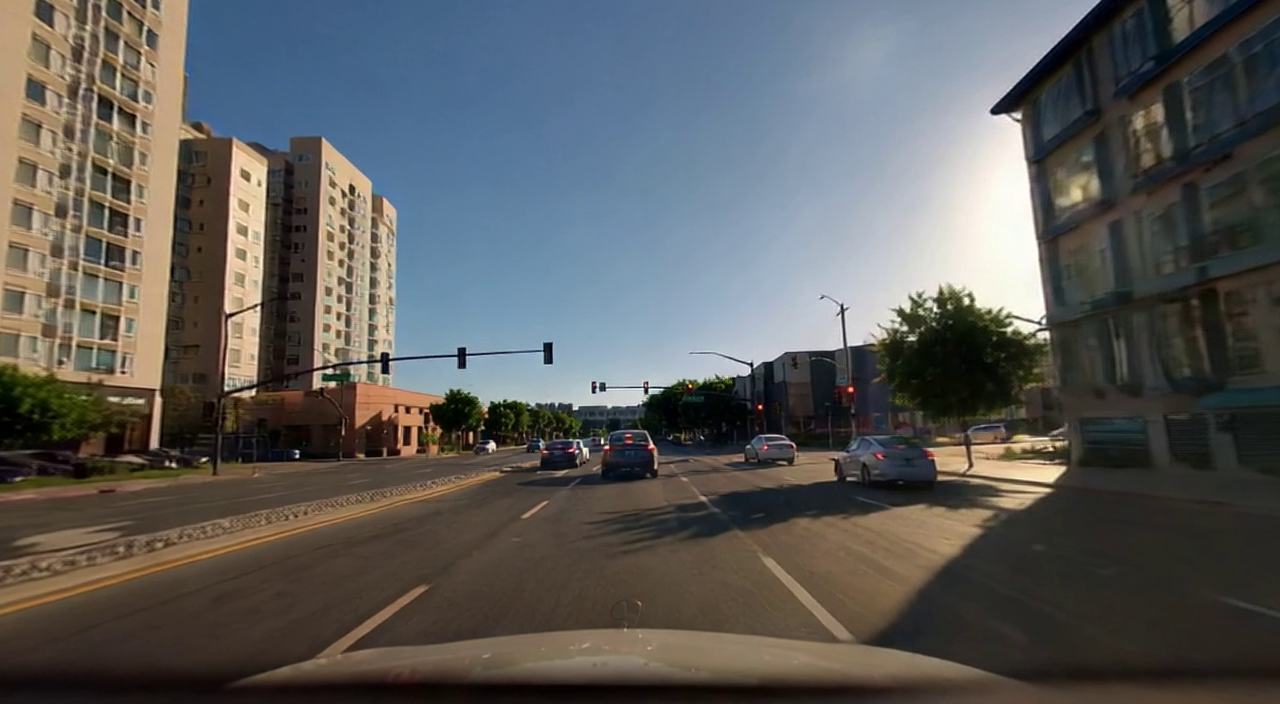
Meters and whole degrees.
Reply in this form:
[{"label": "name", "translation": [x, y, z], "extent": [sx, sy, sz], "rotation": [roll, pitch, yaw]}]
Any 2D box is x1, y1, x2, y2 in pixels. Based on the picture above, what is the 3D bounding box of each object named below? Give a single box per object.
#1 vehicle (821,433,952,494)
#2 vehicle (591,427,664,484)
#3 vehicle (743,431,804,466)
[{"label": "vehicle", "translation": [6.405, 2.924, 16.968], "extent": [1.768, 1.417, 4.213], "rotation": [0, -8, 0]}, {"label": "vehicle", "translation": [-0.356, 3.215, 19.780], "extent": [2.032, 1.593, 3.896], "rotation": [0, -8, 0]}, {"label": "vehicle", "translation": [6.441, 4.725, 31.000], "extent": [1.963, 1.611, 4.359], "rotation": [0, -8, -1]}]
